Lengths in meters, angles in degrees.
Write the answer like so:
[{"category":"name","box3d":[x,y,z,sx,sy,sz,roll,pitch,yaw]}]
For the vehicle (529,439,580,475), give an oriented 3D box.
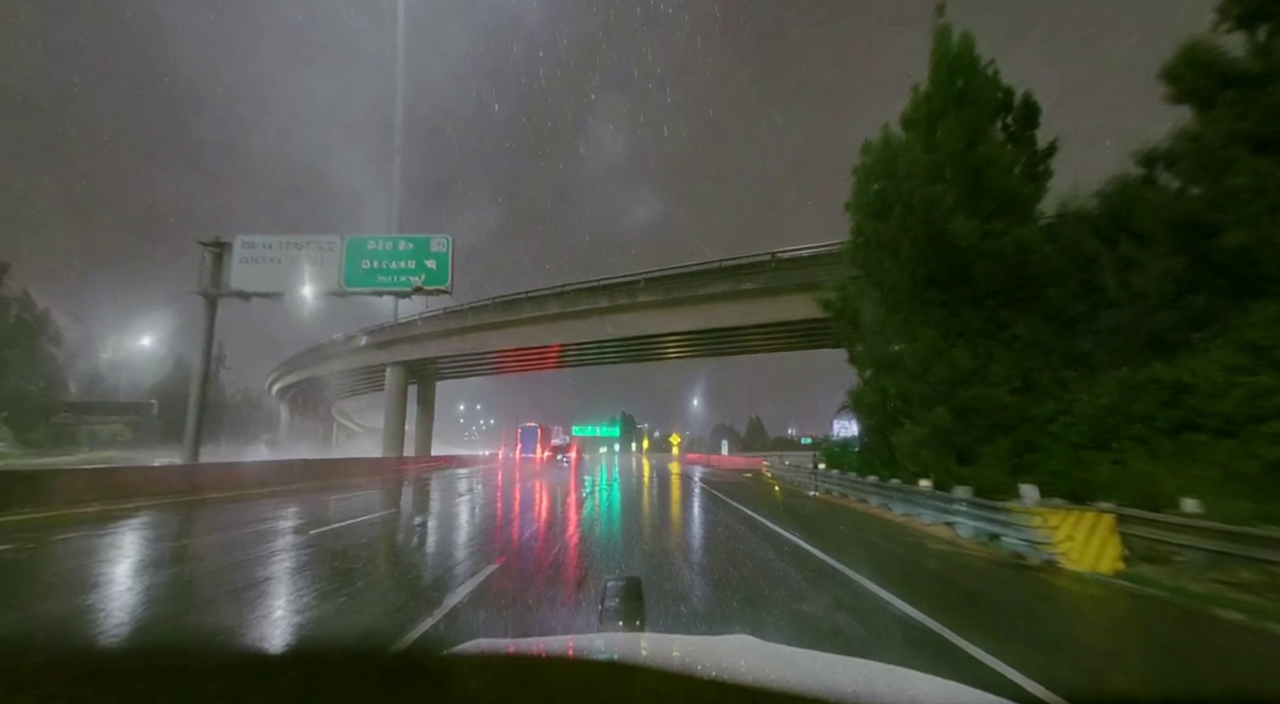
[{"category":"vehicle","box3d":[-4.085,5.093,30.863,1.971,1.643,4.009,0,-8,-1]}]
